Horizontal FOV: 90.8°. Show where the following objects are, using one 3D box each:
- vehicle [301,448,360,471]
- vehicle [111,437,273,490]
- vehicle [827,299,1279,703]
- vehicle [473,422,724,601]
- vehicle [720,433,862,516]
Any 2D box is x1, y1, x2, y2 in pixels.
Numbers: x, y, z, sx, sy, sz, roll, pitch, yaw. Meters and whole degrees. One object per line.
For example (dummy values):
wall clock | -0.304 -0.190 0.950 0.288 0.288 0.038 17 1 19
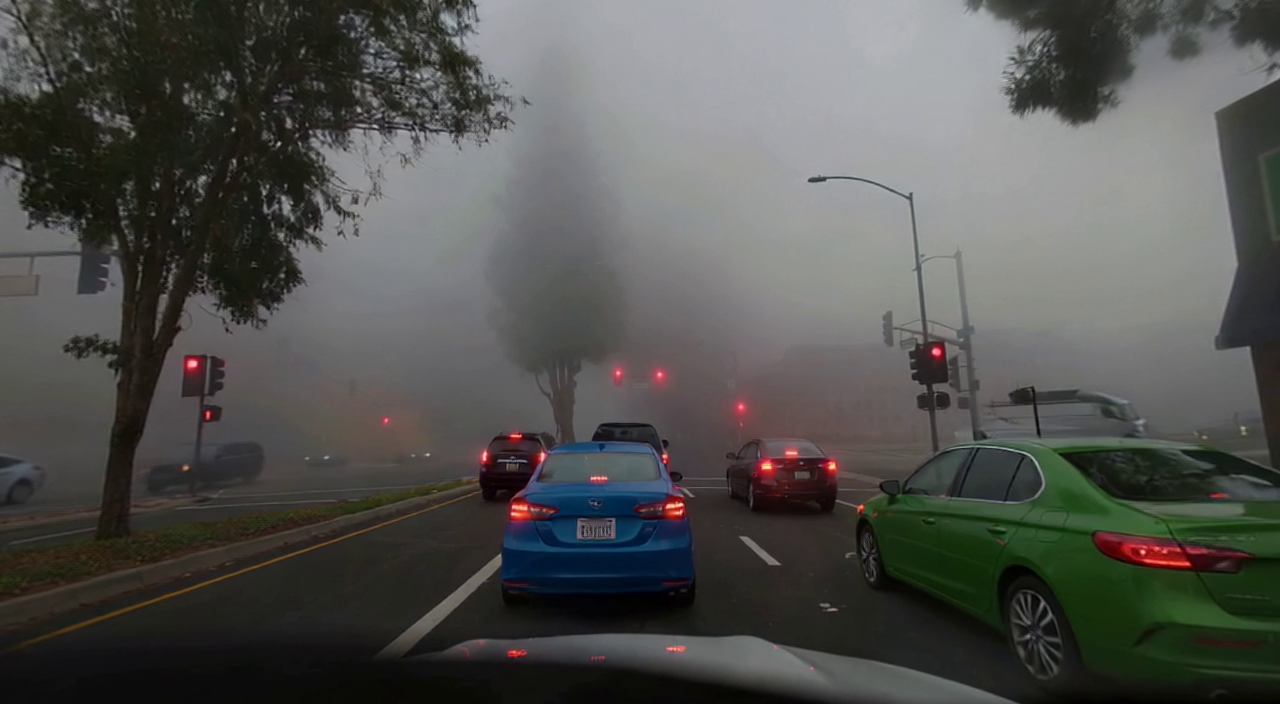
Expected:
vehicle | -21.978 7.644 45.032 1.863 1.496 4.389 0 -8 1
vehicle | -17.941 4.477 25.843 2.308 1.903 5.813 0 -8 0
vehicle | 3.581 1.107 5.054 2.572 1.945 5.065 0 -8 0
vehicle | -0.373 1.652 7.407 2.143 1.520 3.848 0 -8 -1
vehicle | 3.162 2.664 14.314 2.026 1.549 4.559 0 -8 -1
